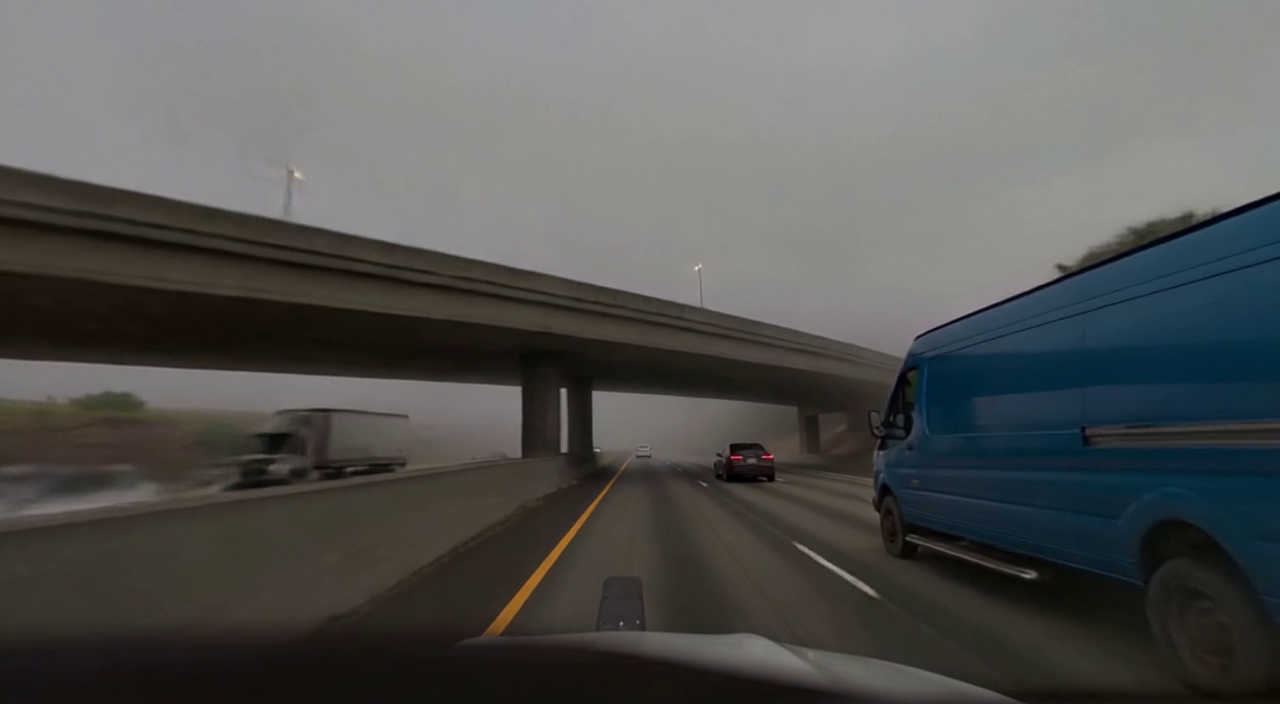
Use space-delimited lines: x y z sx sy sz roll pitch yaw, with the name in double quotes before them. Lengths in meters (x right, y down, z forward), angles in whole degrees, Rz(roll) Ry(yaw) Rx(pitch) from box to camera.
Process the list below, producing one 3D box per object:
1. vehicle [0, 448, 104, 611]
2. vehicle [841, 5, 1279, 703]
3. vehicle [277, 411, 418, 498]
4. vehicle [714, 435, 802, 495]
"vehicle" -7.616 1.740 5.843 1.828 1.681 3.860 0 -9 0
"vehicle" 3.861 0.468 4.549 2.460 3.155 6.902 0 -9 0
"vehicle" -14.902 5.352 33.134 3.283 3.956 8.184 0 -9 1
"vehicle" 3.703 3.640 20.595 2.009 1.731 4.149 0 -9 -1
